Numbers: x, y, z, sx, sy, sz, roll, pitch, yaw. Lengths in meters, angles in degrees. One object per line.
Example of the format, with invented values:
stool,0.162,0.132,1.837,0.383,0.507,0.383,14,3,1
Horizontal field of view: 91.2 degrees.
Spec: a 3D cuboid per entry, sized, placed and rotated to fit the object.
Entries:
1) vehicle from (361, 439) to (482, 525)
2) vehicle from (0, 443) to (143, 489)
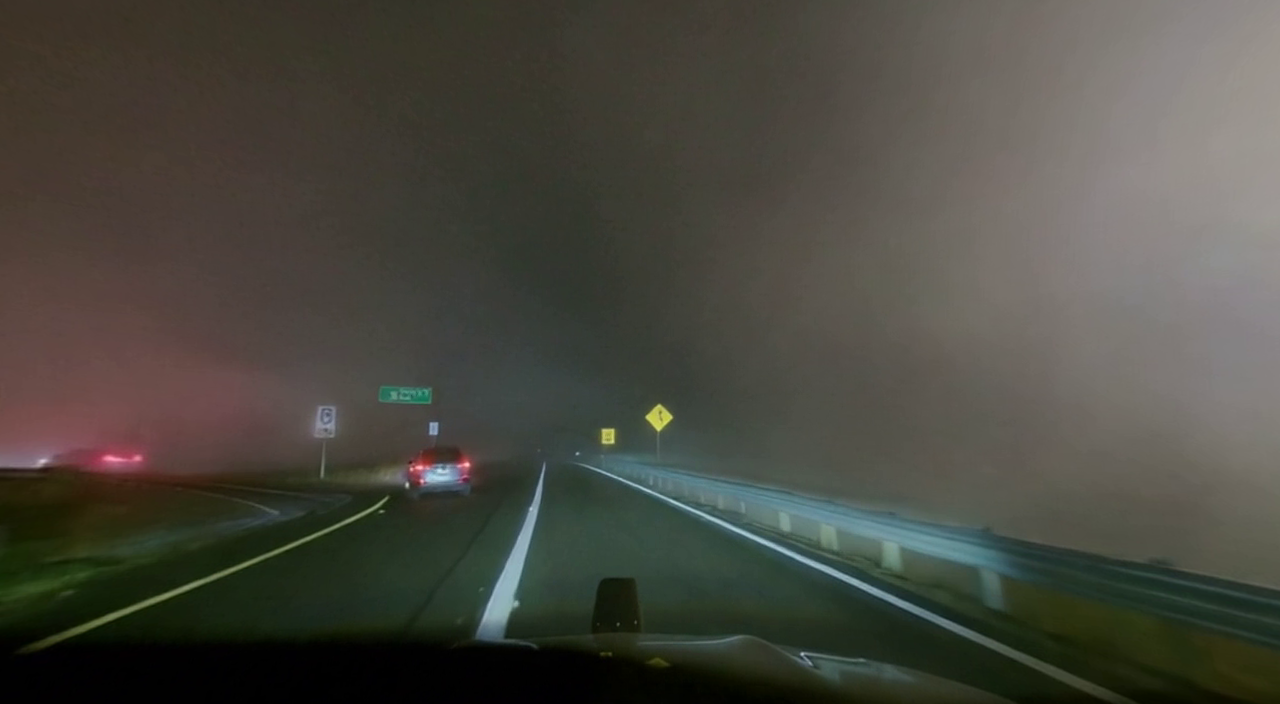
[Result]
vehicle,-4.562,2.615,13.215,2.006,1.486,3.950,3,-9,-19
vehicle,-20.482,4.007,22.232,4.278,1.505,2.018,-2,-9,10
